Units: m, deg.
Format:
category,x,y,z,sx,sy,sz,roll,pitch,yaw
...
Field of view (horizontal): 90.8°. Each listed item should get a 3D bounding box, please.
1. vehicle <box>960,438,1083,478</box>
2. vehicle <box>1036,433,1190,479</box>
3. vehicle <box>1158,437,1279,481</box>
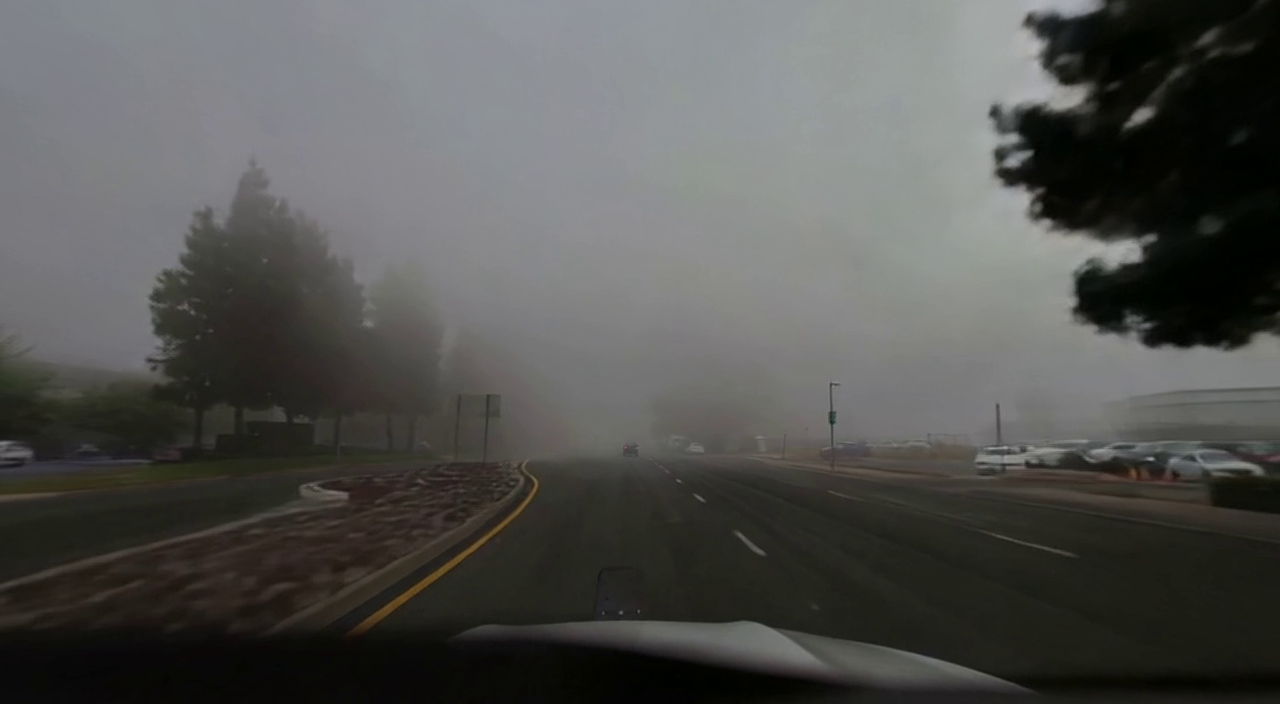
category,x,y,z,sx,sy,sz,roll,pitch,yaw
vehicle,16.588,4.606,27.790,1.966,1.583,4.568,2,-9,-12
vehicle,21.438,4.703,29.026,2.150,1.812,5.372,0,-8,-13
vehicle,24.827,4.393,26.427,1.988,1.617,4.524,2,-8,-10
